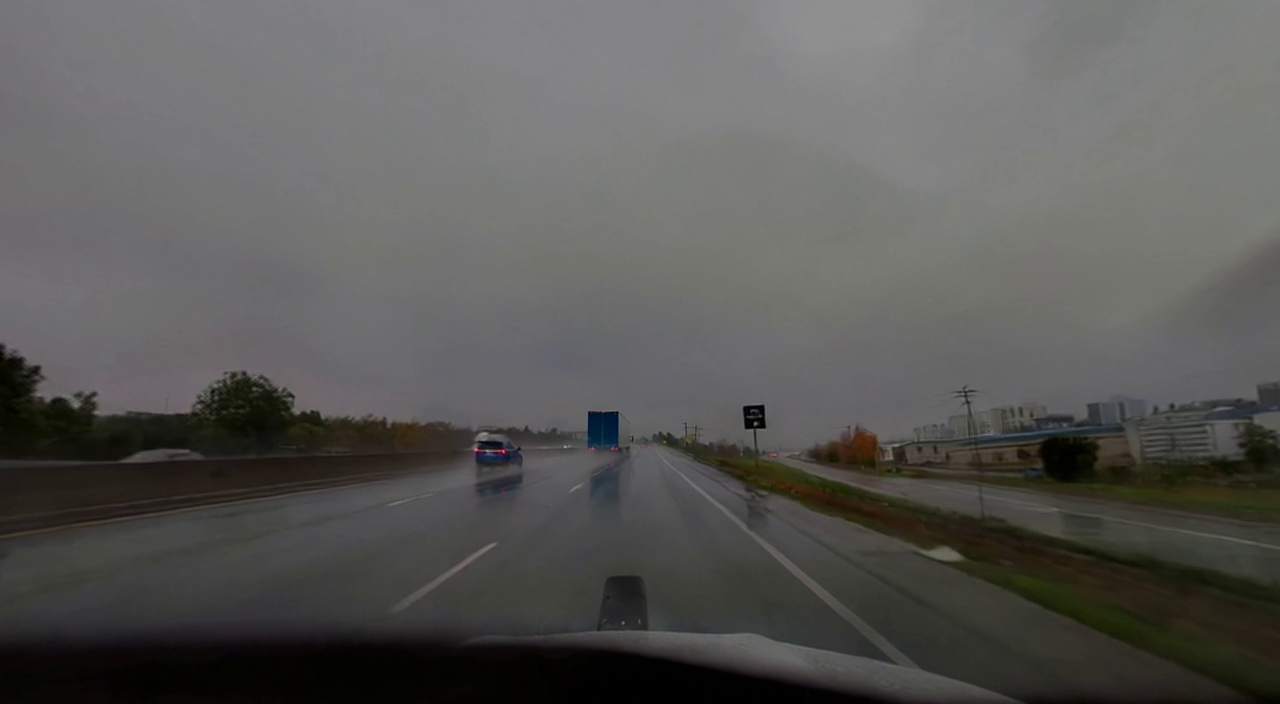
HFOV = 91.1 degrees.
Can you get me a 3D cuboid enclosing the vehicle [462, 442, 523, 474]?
[{"bbox_3d":[-7.452,5.391,32.190,1.901,1.467,4.629,-1,-8,2],"label":"vehicle"}]
